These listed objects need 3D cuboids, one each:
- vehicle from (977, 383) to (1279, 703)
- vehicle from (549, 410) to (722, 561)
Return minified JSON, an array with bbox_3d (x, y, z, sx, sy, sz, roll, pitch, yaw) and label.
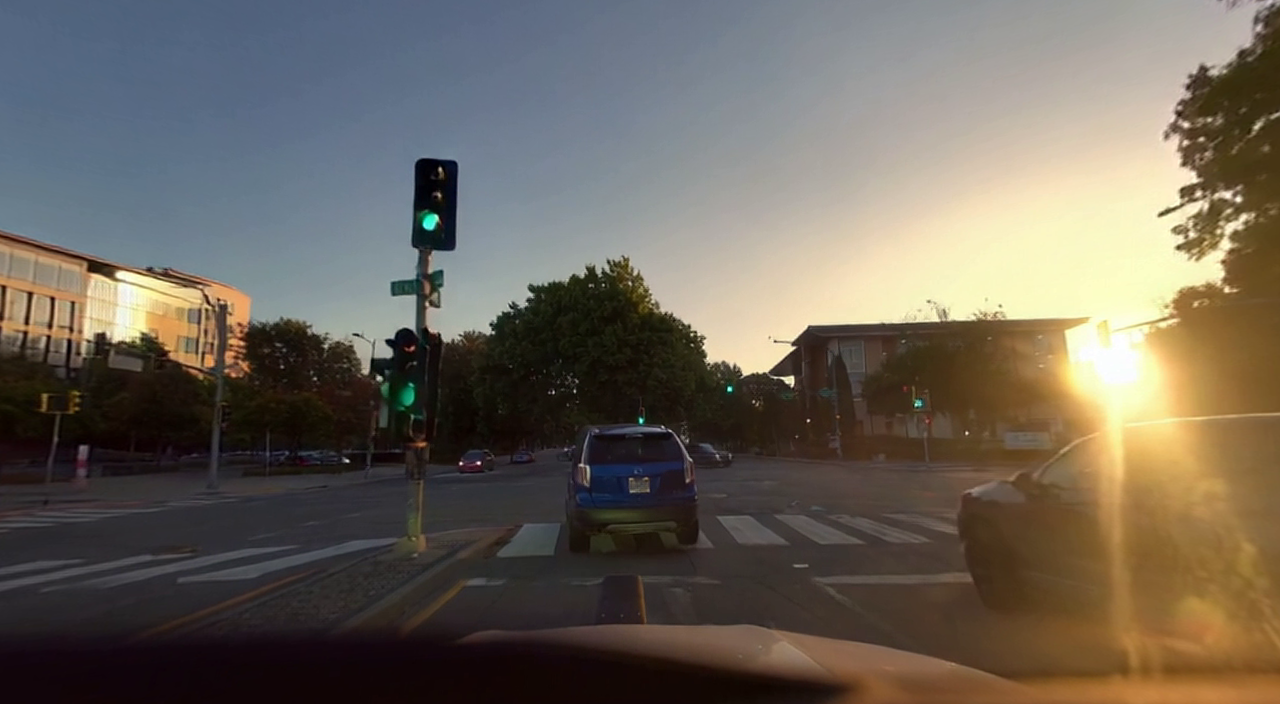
[{"bbox_3d":[3.580,0.916,2.583,1.899,1.572,4.425,0,-8,-1],"label":"vehicle"},{"bbox_3d":[-0.163,1.905,9.729,2.085,1.807,4.038,0,-8,-3],"label":"vehicle"}]
